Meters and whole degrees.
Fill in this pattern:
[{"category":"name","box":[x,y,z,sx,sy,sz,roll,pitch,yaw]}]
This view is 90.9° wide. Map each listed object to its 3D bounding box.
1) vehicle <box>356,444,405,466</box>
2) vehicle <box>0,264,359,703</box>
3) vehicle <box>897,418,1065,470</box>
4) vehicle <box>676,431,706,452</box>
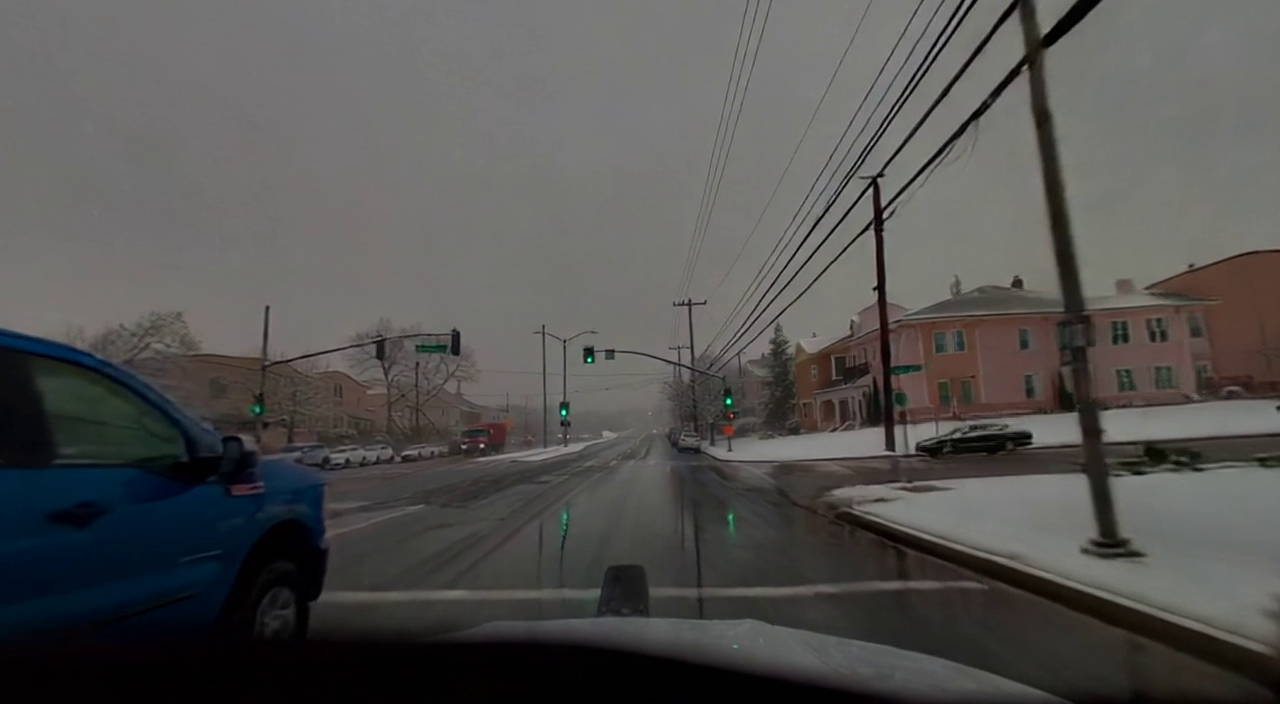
[{"category":"vehicle","box":[-18.466,7.330,44.971,1.672,1.428,4.062,-1,-9,1]},{"category":"vehicle","box":[-3.028,0.631,1.439,2.242,1.890,5.306,0,-9,1]},{"category":"vehicle","box":[12.250,3.309,22.926,4.816,1.501,2.296,-2,-1,2]},{"category":"vehicle","box":[3.843,6.810,47.832,1.986,1.491,4.500,0,-9,1]}]
